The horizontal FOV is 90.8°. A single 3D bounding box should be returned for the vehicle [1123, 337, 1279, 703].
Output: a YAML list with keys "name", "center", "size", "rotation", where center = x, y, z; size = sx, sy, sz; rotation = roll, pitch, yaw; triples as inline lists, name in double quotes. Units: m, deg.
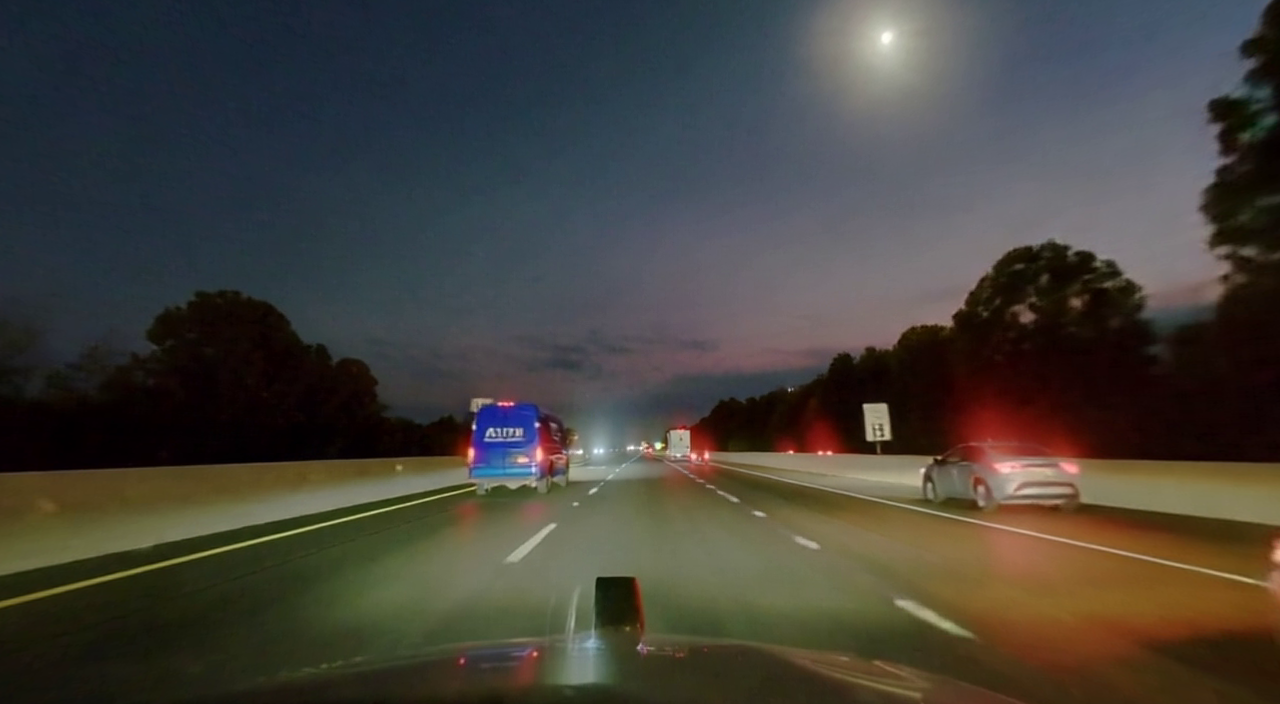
- name: "vehicle"
  center: [3.714, 0.540, 0.987]
  size: [2.025, 1.706, 4.797]
  rotation: [0, -9, -1]

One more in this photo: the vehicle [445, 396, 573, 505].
- name: "vehicle"
  center: [-3.577, 2.937, 19.007]
  size: [2.380, 2.648, 6.879]
  rotation: [0, -9, 0]

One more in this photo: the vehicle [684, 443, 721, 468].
- name: "vehicle"
  center: [4.273, 7.182, 43.838]
  size: [2.066, 1.638, 4.158]
  rotation: [0, -9, -1]

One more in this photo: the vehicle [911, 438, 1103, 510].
- name: "vehicle"
  center: [8.721, 2.918, 15.558]
  size: [1.838, 1.490, 4.460]
  rotation: [0, -9, -3]
